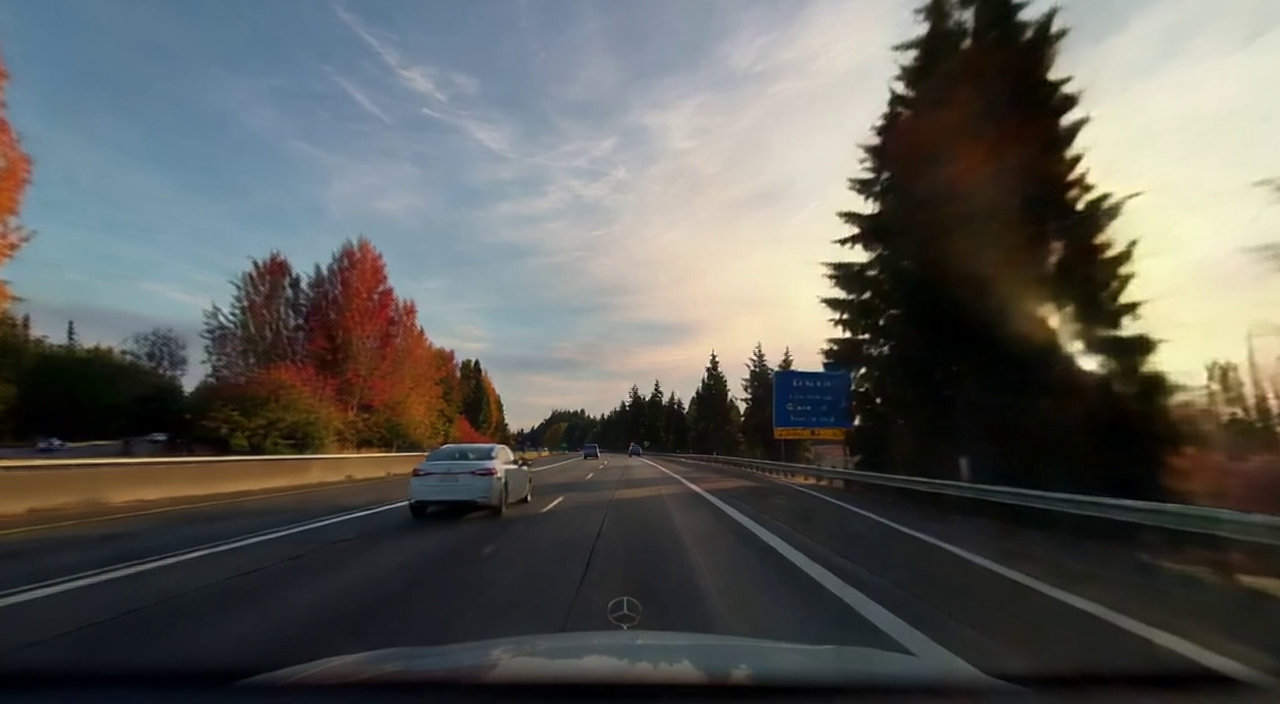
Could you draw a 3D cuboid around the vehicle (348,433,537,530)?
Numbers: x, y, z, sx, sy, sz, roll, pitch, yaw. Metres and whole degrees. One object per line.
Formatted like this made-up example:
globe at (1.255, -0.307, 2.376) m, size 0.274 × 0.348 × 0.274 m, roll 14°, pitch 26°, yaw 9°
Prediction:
vehicle at (-3.652, 2.514, 12.892) m, size 2.184 × 1.574 × 5.004 m, roll 0°, pitch -9°, yaw 1°
